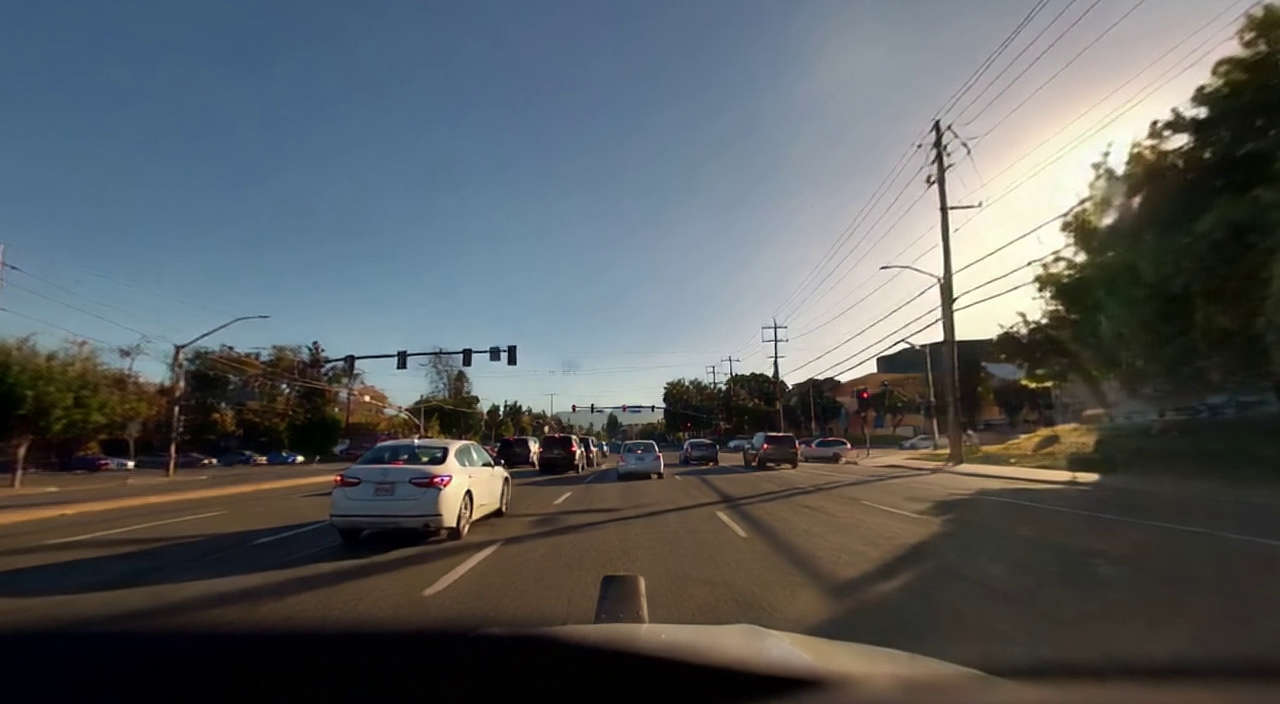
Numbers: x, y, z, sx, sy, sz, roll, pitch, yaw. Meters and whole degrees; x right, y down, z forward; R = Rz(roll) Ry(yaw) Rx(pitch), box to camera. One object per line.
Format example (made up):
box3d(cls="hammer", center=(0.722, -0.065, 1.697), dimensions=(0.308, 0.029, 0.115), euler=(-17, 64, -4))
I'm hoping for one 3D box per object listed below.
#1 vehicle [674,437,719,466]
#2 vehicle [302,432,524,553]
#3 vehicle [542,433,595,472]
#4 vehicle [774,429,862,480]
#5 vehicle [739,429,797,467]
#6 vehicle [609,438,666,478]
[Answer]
box3d(cls="vehicle", center=(3.137, 5.661, 36.090), dimensions=(1.987, 1.515, 4.521), euler=(0, -8, -2))
box3d(cls="vehicle", center=(-3.201, 2.056, 9.998), dimensions=(1.837, 1.463, 4.311), euler=(0, -8, 1))
box3d(cls="vehicle", center=(-3.388, 4.837, 30.627), dimensions=(2.033, 1.714, 4.278), euler=(0, -8, 1))
box3d(cls="vehicle", center=(6.481, 3.805, 23.579), dimensions=(1.945, 1.706, 4.190), euler=(0, -8, -2))
box3d(cls="vehicle", center=(7.270, 5.538, 36.548), dimensions=(2.156, 1.982, 5.358), euler=(0, -8, -1))
box3d(cls="vehicle", center=(-0.102, 4.177, 25.135), dimensions=(2.098, 1.431, 3.958), euler=(0, -8, 0))
